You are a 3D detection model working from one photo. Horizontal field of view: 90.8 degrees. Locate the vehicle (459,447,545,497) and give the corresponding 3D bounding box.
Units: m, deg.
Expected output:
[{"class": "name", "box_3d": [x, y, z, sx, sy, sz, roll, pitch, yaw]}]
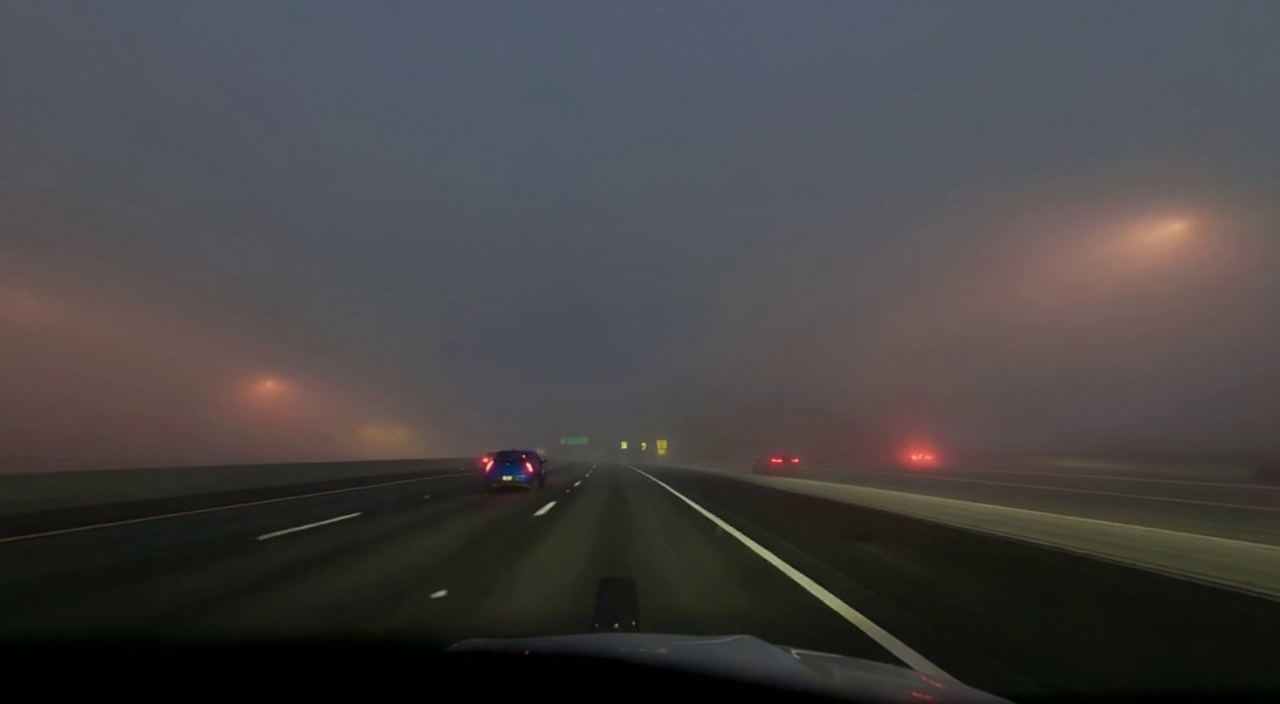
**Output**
[{"class": "vehicle", "box_3d": [-4.569, 4.036, 21.605, 2.050, 1.507, 4.316, 0, -9, -1]}]
